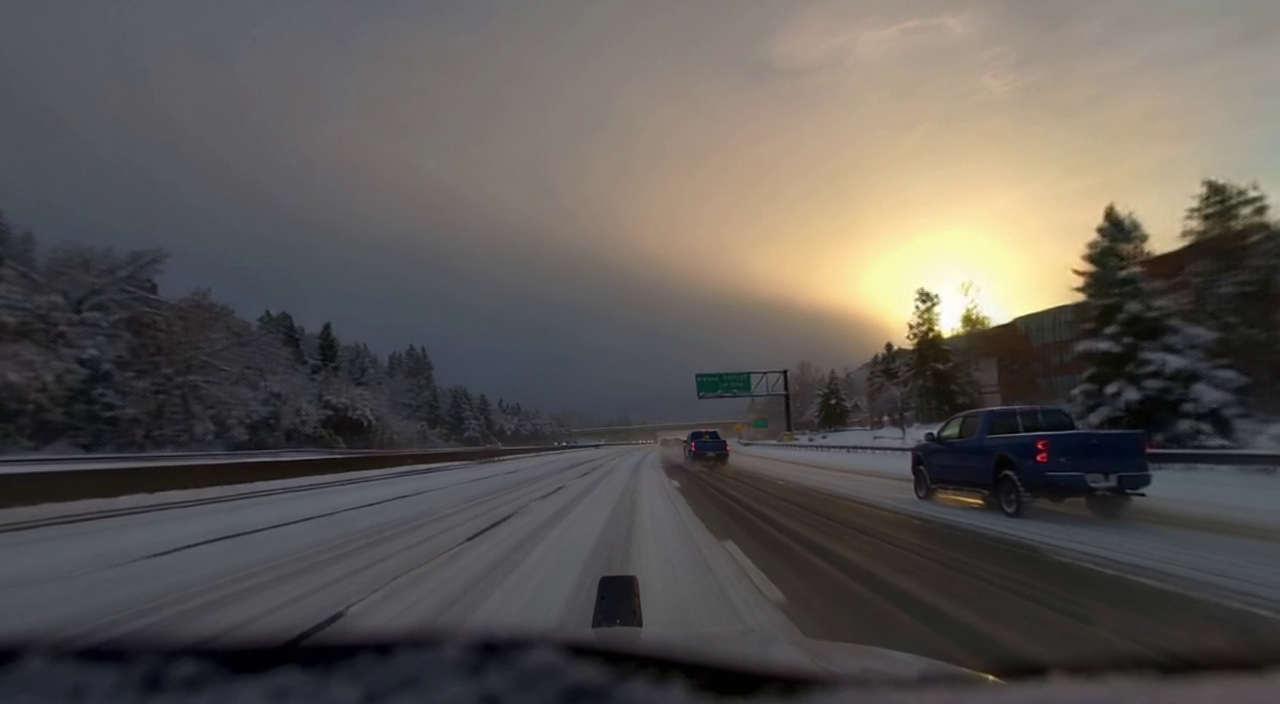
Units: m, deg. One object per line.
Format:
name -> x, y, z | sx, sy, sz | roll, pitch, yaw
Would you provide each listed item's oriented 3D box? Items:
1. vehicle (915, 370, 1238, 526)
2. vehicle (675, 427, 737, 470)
vehicle -> 7.580, 1.798, 12.002 | 2.158, 2.268, 5.396 | 0, -9, -1
vehicle -> 3.217, 4.868, 31.954 | 2.462, 1.984, 4.718 | 0, -8, -2
